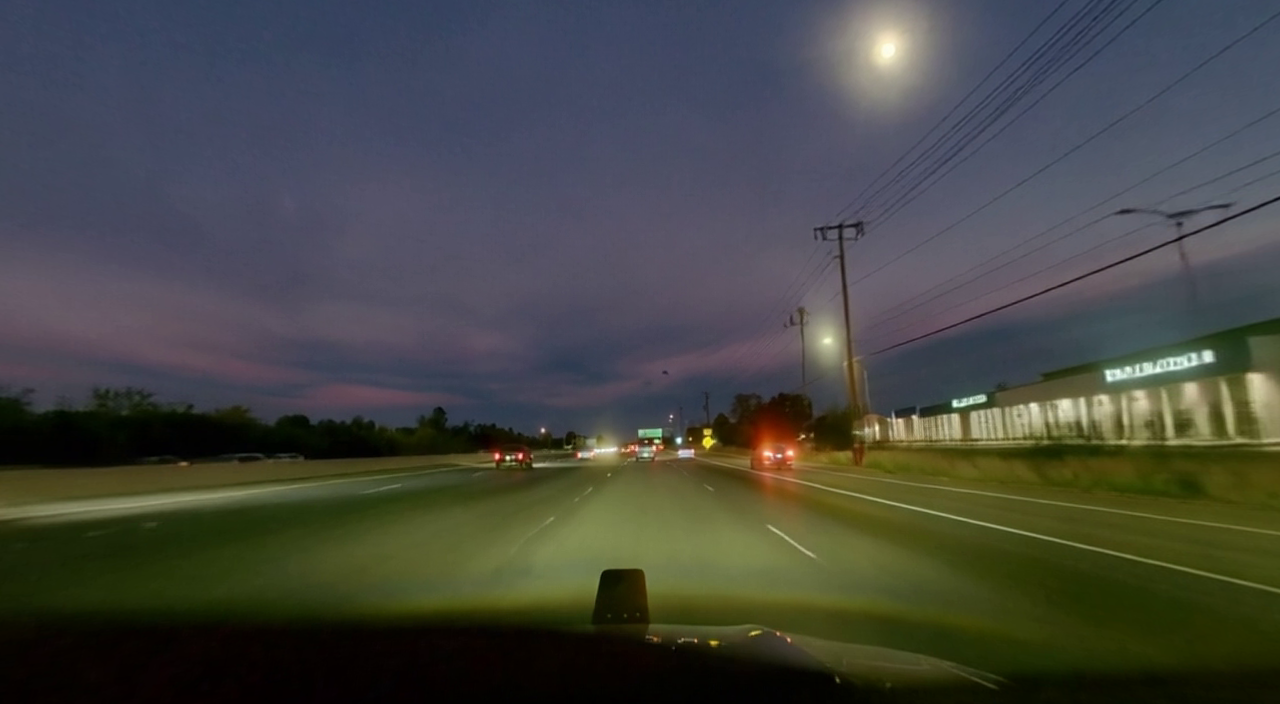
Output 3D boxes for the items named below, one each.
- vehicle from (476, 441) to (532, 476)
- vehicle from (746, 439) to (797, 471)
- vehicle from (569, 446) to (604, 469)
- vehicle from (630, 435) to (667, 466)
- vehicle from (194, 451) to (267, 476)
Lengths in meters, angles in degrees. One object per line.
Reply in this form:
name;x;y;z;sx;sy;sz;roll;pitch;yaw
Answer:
vehicle;-7.221;5.705;33.885;2.007;1.732;4.395;-1;-9;1
vehicle;7.492;5.925;36.409;1.937;1.698;4.322;0;-9;-1
vehicle;-3.671;7.311;43.917;1.979;1.469;4.378;0;-9;0
vehicle;0.605;7.489;47.893;2.622;2.208;5.320;0;-9;-1
vehicle;-29.708;8.078;45.910;1.977;1.604;4.810;-1;-9;1
